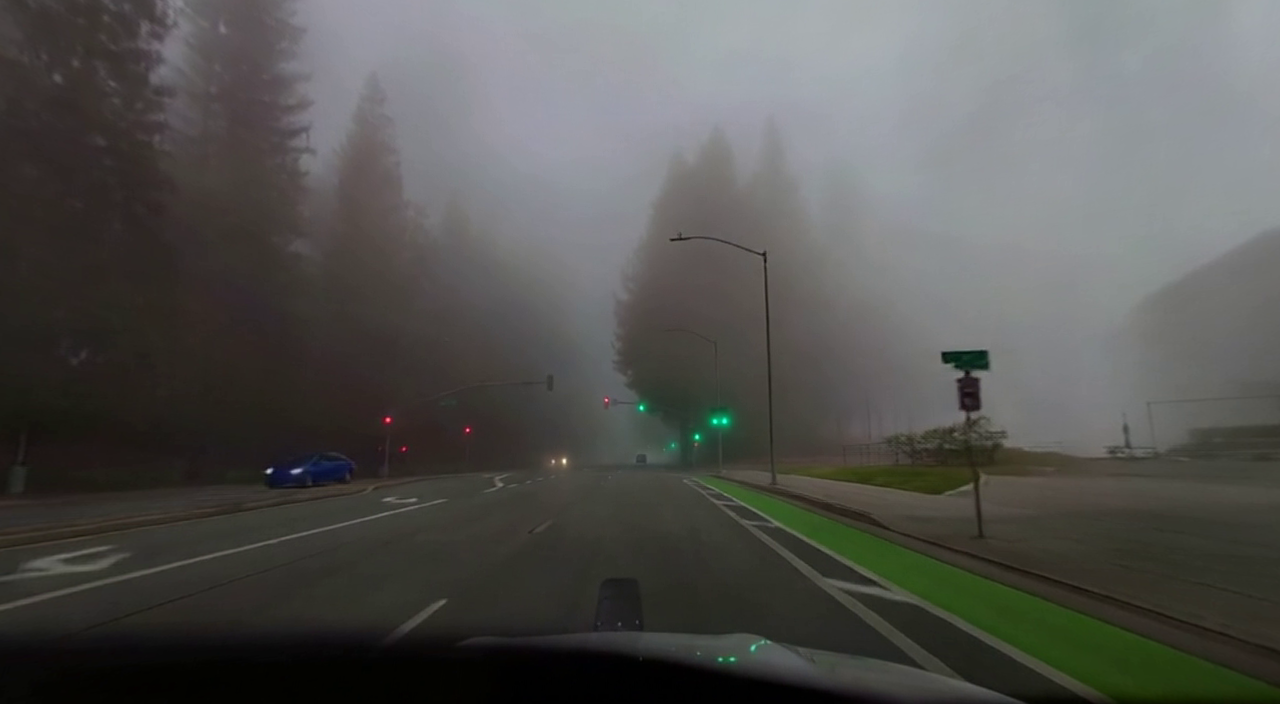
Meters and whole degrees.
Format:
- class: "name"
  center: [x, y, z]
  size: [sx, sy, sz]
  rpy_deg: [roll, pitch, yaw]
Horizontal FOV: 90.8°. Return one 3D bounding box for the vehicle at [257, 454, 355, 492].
- class: "vehicle"
  center: [-15.368, 5.552, 29.386]
  size: [1.910, 1.544, 4.387]
  rpy_deg: [0, -9, 4]
